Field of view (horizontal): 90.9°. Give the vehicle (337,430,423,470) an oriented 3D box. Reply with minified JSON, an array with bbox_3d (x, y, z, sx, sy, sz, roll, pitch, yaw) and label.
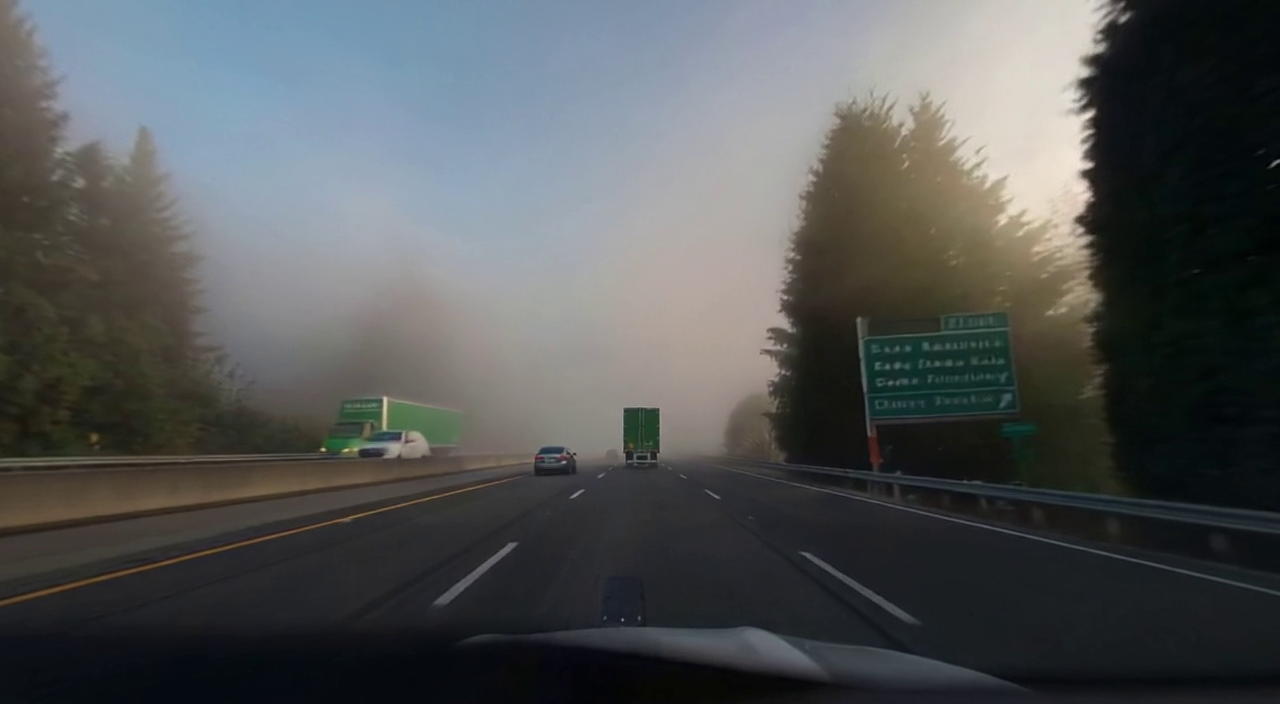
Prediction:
[{"bbox_3d":[-13.268,5.069,32.617,2.234,1.894,5.228,0,-9,0],"label":"vehicle"}]

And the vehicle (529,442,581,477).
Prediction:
[{"bbox_3d":[-4.265,5.451,32.079,2.079,1.656,3.965,0,-9,0],"label":"vehicle"}]

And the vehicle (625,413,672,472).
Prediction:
[{"bbox_3d":[0.424,6.296,43.660,2.893,3.628,9.081,0,-9,-1],"label":"vehicle"}]

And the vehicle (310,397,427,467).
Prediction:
[{"bbox_3d":[-17.106,5.324,40.806,2.929,3.987,10.111,0,-9,0],"label":"vehicle"}]
